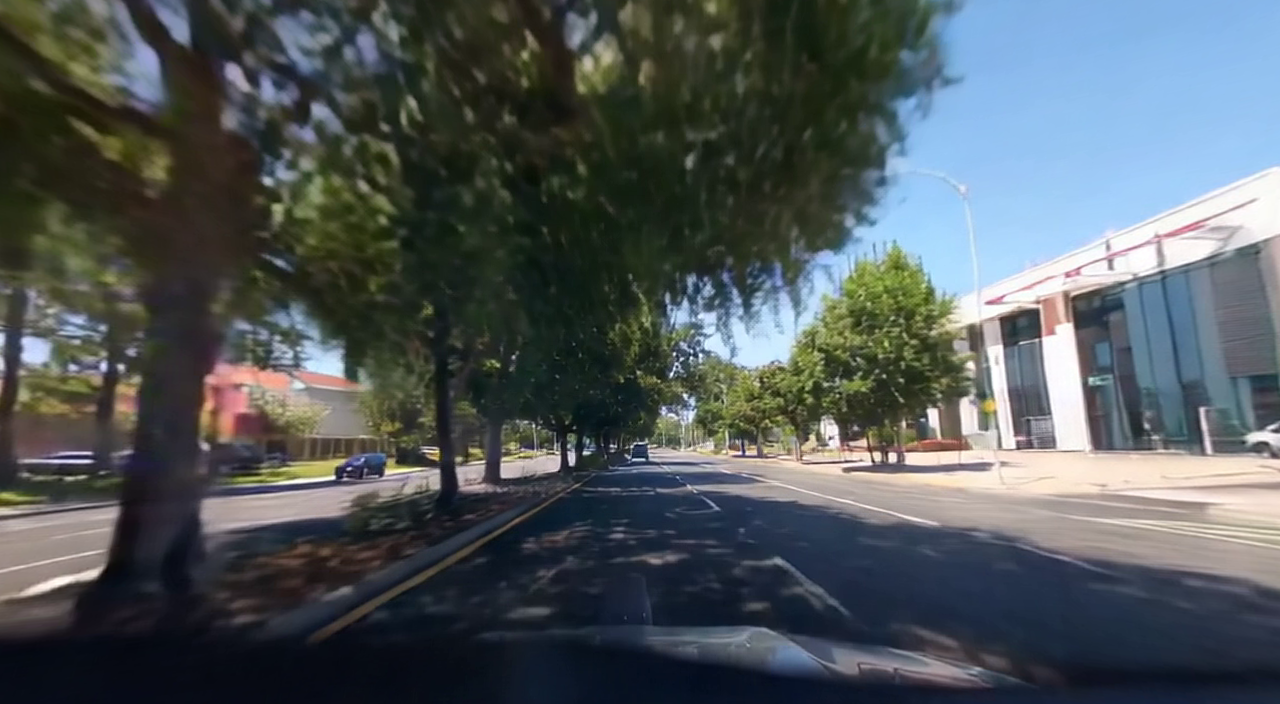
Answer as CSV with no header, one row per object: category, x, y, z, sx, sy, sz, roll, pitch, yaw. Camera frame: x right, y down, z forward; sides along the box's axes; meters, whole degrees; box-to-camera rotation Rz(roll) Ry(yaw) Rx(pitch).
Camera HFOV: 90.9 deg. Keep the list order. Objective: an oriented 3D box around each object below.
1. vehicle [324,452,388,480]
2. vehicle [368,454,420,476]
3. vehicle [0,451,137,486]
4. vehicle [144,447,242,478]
vehicle,-18.808,7.542,41.956,1.959,1.682,4.628,0,-8,3
vehicle,-18.487,8.486,47.613,1.861,1.499,4.535,-1,-8,3
vehicle,-27.323,5.523,30.150,4.591,1.566,2.133,0,-8,-2
vehicle,-26.652,6.560,37.692,4.261,1.781,1.985,1,-8,-4
